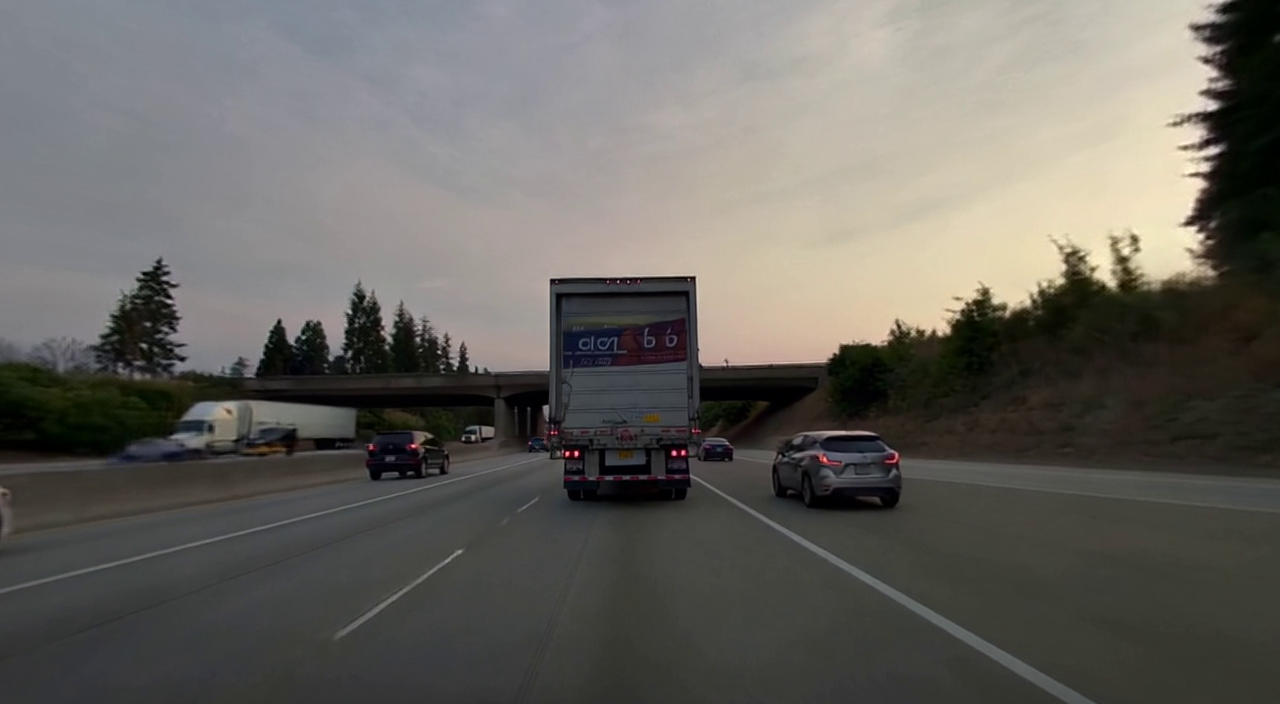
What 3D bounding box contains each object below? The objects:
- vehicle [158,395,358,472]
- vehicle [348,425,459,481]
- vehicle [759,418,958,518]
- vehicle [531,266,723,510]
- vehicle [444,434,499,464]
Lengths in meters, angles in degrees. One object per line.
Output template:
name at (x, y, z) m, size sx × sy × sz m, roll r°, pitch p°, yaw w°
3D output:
vehicle at (-23.851, 5.420, 41.507) m, size 2.978 × 4.017 × 16.640 m, roll 0°, pitch -8°, yaw 0°
vehicle at (-7.883, 3.396, 21.495) m, size 2.057 × 1.698 × 4.550 m, roll 0°, pitch -8°, yaw 0°
vehicle at (3.809, 2.096, 12.015) m, size 2.003 × 1.519 × 4.580 m, roll 0°, pitch -8°, yaw -2°
vehicle at (-0.336, 1.179, 14.677) m, size 2.911 × 3.787 × 9.905 m, roll 0°, pitch -8°, yaw -2°
vehicle at (-8.663, 4.990, 32.579) m, size 1.845 × 1.488 × 3.656 m, roll 0°, pitch -8°, yaw 0°
